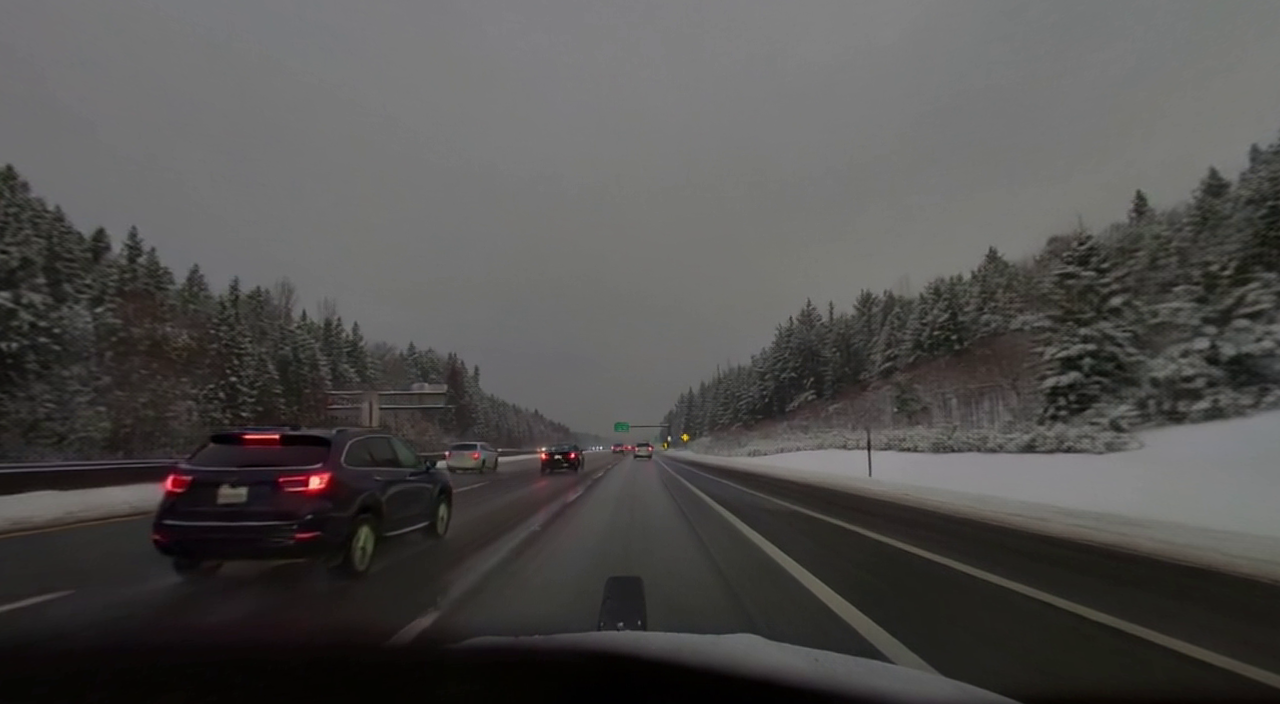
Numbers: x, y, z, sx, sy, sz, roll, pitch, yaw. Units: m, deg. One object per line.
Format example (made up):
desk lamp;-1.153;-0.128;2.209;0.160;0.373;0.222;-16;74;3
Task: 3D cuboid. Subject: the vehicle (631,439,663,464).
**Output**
vehicle;0.478;7.472;47.368;2.285;1.797;4.478;0;-8;0

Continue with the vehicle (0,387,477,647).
vehicle;-3.488;1.444;6.696;2.040;1.672;5.122;0;-8;1

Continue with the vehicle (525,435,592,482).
vehicle;-3.146;4.201;25.069;2.056;1.679;4.204;0;-8;1
